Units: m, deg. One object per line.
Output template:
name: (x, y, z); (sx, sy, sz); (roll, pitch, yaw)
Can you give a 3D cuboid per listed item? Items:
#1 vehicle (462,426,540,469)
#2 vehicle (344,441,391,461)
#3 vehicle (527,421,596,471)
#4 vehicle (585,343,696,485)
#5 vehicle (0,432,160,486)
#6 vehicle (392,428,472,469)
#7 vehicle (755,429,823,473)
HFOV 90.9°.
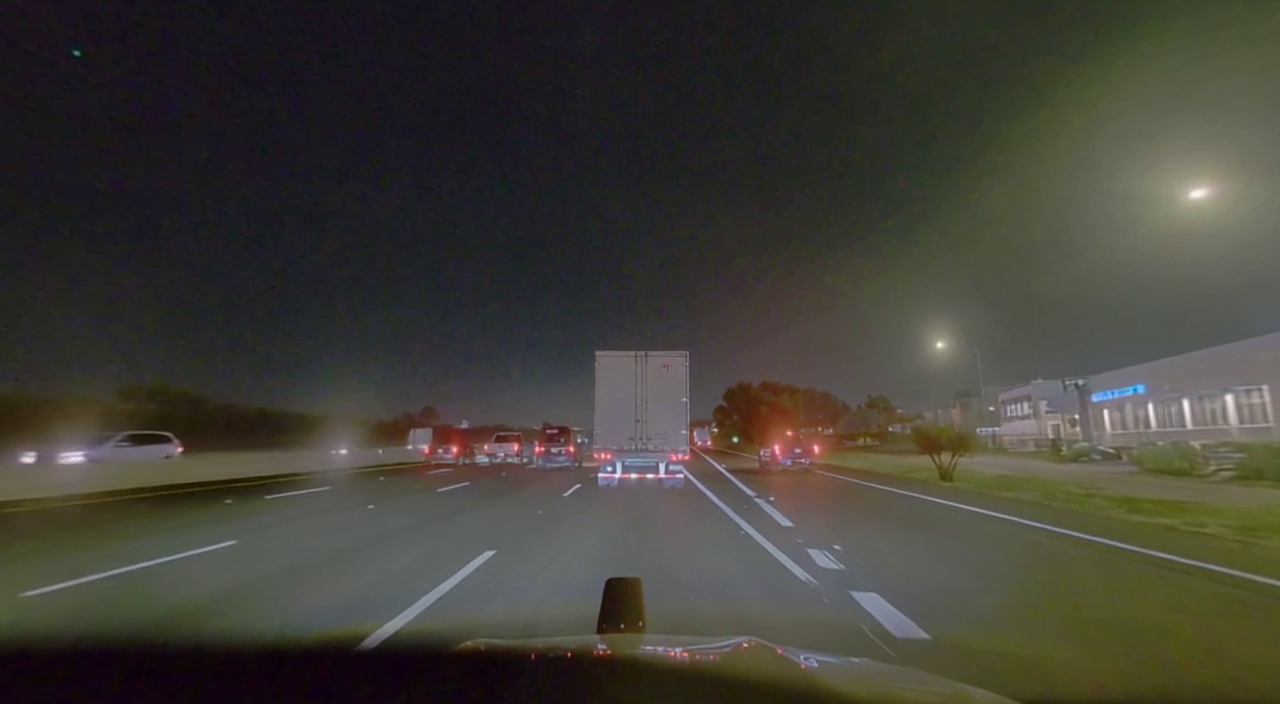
vehicle: (-6.860, 4.844, 31.986); (2.479, 1.978, 5.952); (0, -9, 1)
vehicle: (-21.162, 7.718, 49.131); (1.775, 1.450, 4.104); (0, -9, 1)
vehicle: (-3.530, 4.424, 29.694); (2.379, 2.075, 6.169); (0, -9, 0)
vehicle: (-0.057, 2.374, 21.805); (2.941, 3.794, 9.851); (0, -9, -1)
vehicle: (-17.609, 3.286, 19.607); (1.944, 1.488, 4.297); (0, -9, 0)
vehicle: (-10.575, 4.990, 32.658); (2.089, 1.885, 5.888); (0, -9, 1)
vehicle: (6.670, 4.504, 28.774); (2.137, 1.796, 4.817); (0, -9, 3)
